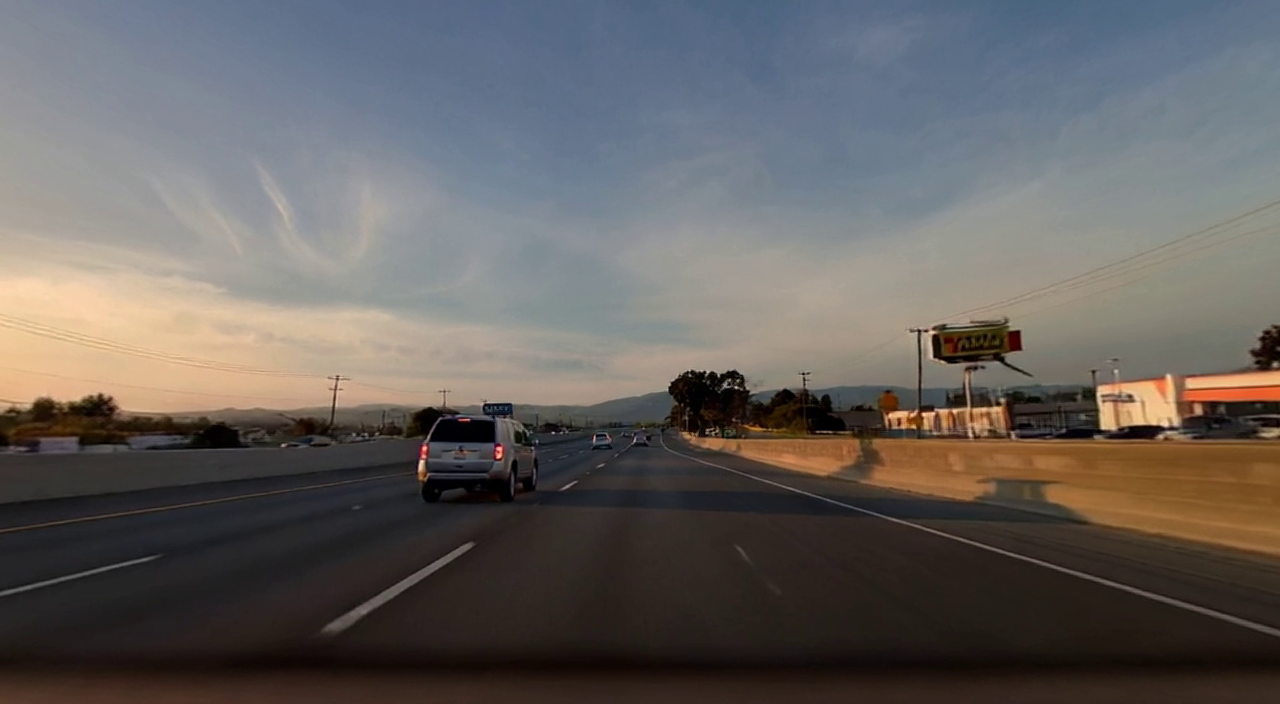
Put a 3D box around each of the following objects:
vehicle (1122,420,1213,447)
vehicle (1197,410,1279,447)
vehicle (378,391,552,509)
[{"bbox_3d":[34.459,5.349,41.236,4.460,1.688,2.039,1,-8,-11],"label":"vehicle"},{"bbox_3d":[35.217,4.384,35.789,5.502,2.016,2.220,1,-8,-10],"label":"vehicle"},{"bbox_3d":[-3.699,2.256,14.819,2.352,2.209,5.802,0,-8,1],"label":"vehicle"}]
